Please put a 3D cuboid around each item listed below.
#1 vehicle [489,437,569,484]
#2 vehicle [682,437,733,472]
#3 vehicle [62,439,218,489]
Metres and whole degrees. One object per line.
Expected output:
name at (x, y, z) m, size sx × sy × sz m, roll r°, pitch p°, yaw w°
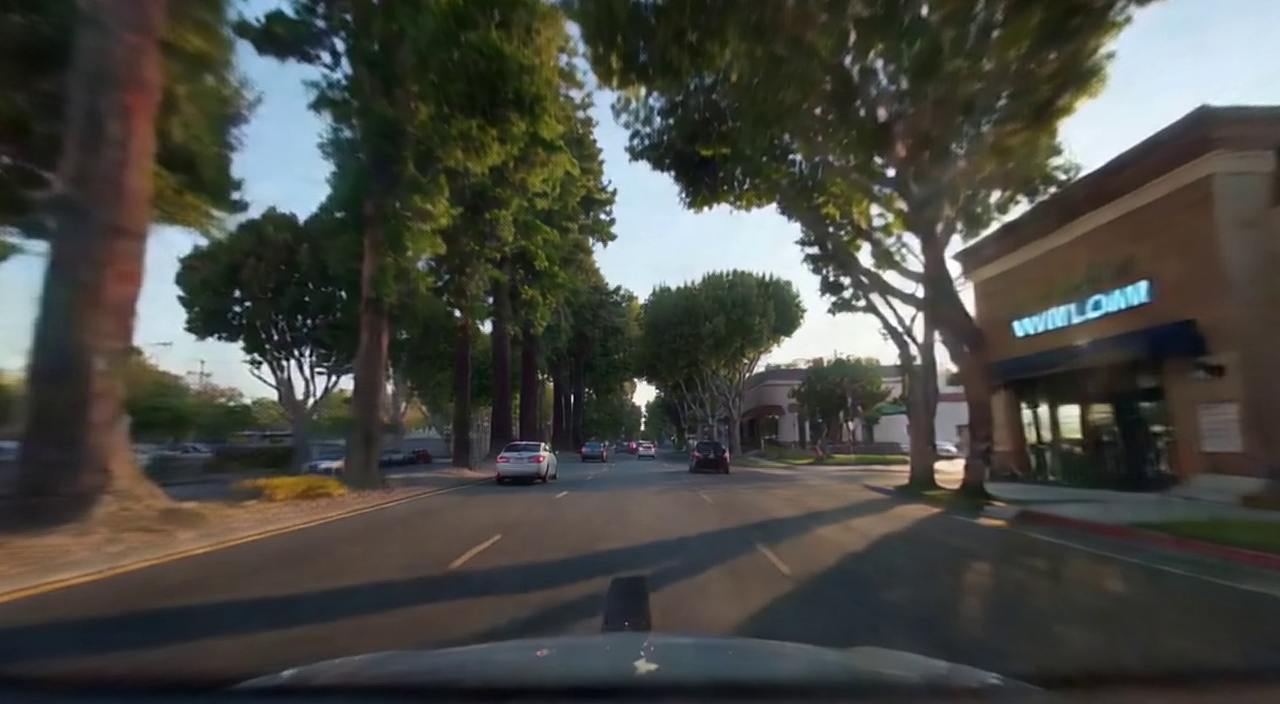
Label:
vehicle at (-3.774, 3.765, 22.233) m, size 1.908 × 1.481 × 4.536 m, roll 0°, pitch -8°, yaw 1°
vehicle at (3.158, 4.869, 30.139) m, size 1.922 × 1.579 × 3.642 m, roll 0°, pitch -8°, yaw -2°
vehicle at (-22.897, 5.098, 29.311) m, size 2.235 × 2.061 × 5.936 m, roll 0°, pitch -8°, yaw 2°
